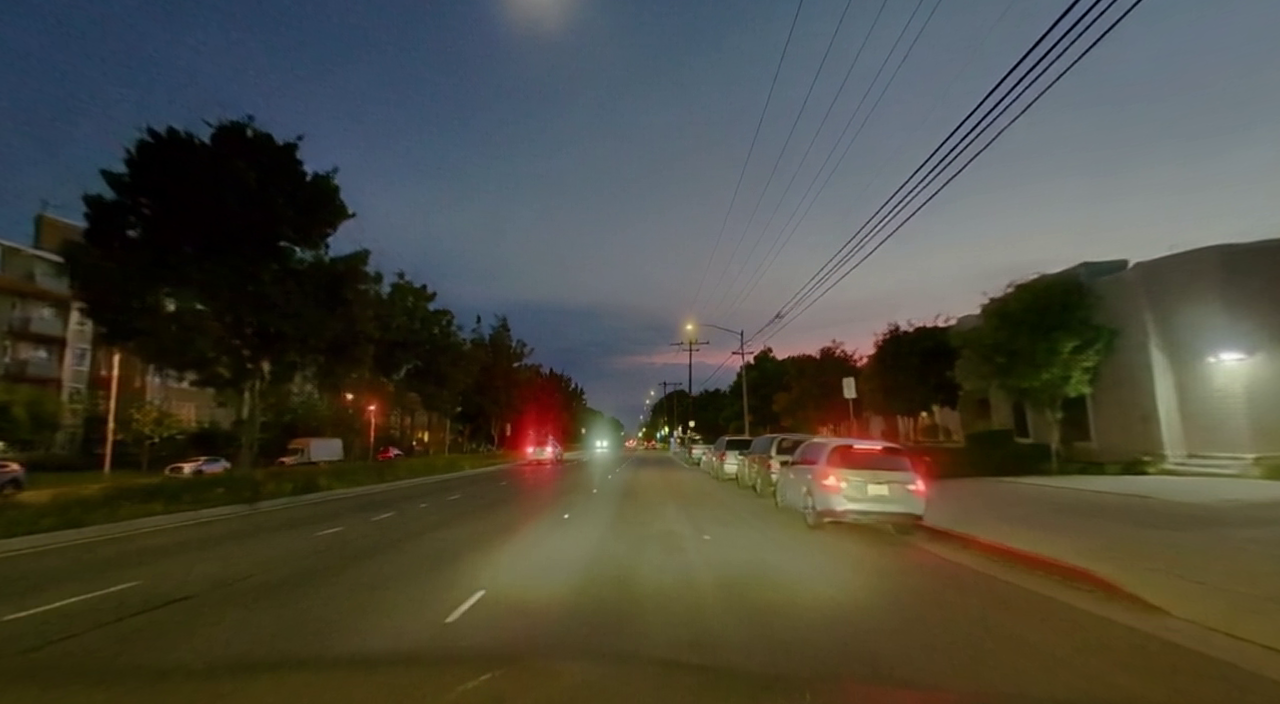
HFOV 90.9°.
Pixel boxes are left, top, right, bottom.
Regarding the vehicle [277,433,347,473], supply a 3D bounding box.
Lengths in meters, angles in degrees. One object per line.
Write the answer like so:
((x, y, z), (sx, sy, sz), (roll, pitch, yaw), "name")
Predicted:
((-25.566, 7.917, 49.529), (2.223, 2.895, 5.824), (0, -8, 1), "vehicle")

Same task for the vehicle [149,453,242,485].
((-25.762, 6.774, 36.780), (2.121, 1.699, 4.506), (0, -8, 1), "vehicle")

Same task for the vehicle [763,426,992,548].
((3.545, 2.107, 10.601), (2.048, 1.556, 4.753), (0, -8, 1), "vehicle")

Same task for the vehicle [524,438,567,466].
((-6.158, 6.567, 41.586), (2.000, 1.671, 4.497), (0, -8, 1), "vehicle")
